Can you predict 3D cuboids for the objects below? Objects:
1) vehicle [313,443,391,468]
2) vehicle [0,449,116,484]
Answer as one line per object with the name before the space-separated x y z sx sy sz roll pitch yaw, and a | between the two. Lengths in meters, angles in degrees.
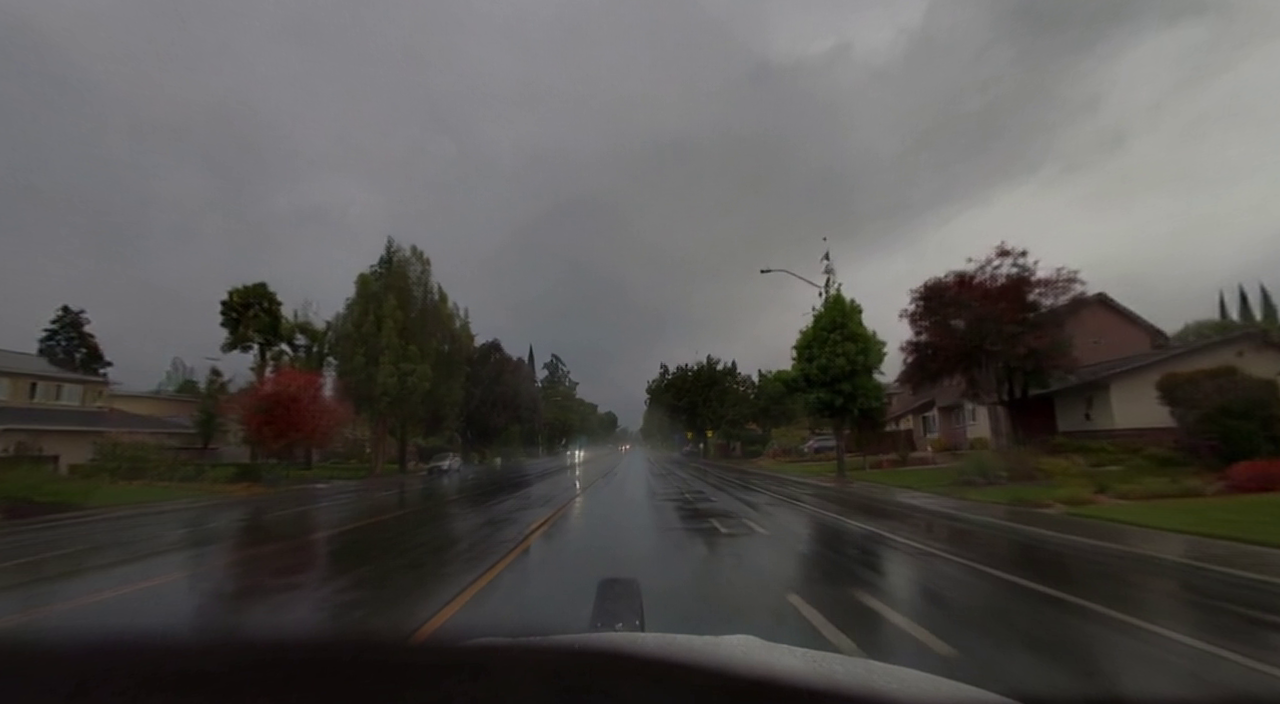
vehicle | -21.919 7.857 48.210 4.889 1.822 2.159 0 -8 -3
vehicle | -27.894 5.346 29.719 4.551 1.556 2.061 0 -8 -1
